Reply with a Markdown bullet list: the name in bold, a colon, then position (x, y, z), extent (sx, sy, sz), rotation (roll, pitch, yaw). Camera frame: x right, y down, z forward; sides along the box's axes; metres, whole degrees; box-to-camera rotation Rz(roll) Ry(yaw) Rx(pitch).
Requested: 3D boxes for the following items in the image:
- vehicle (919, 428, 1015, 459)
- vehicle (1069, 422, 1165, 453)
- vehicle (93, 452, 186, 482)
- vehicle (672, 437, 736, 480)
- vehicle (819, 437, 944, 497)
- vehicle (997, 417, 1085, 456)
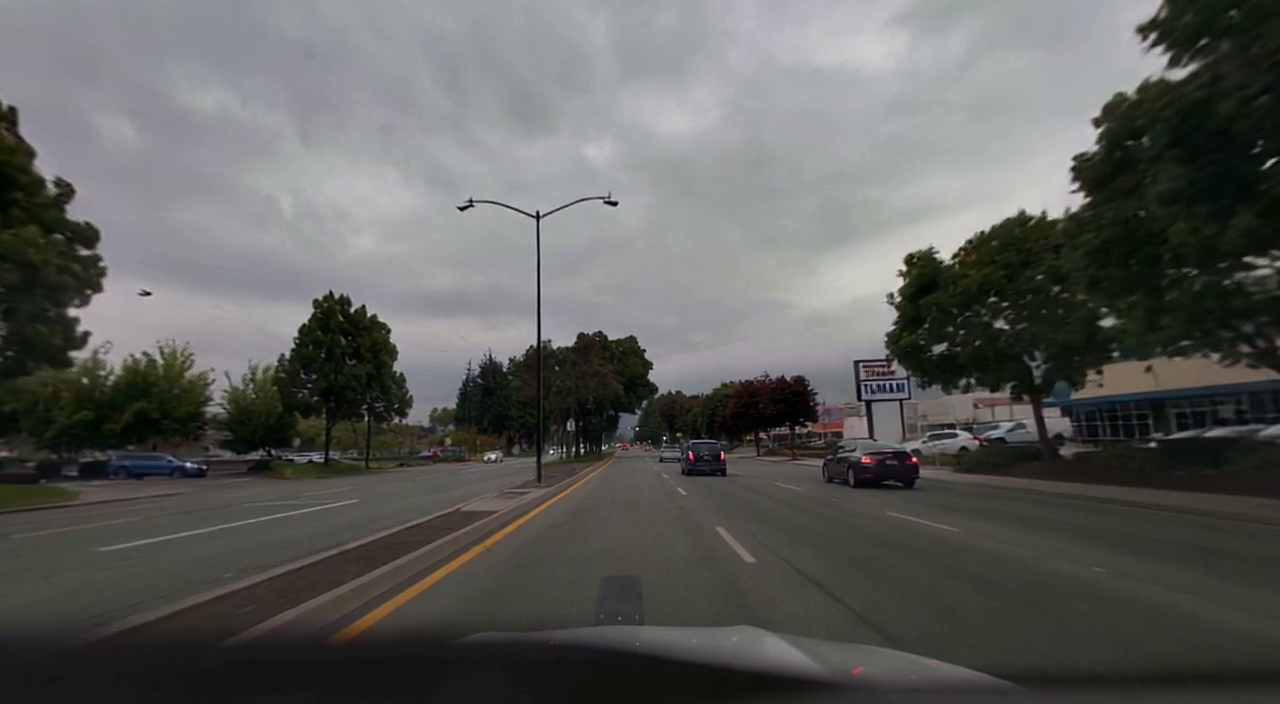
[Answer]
- **vehicle**: position (22.773, 6.451, 44.309), extent (2.858, 2.005, 6.831), rotation (0, -8, -3)
- **vehicle**: position (33.334, 6.059, 44.269), extent (2.307, 2.019, 5.604), rotation (0, -9, -1)
- **vehicle**: position (-33.739, 7.721, 42.612), extent (1.999, 1.834, 4.697), rotation (-1, -9, 9)
- **vehicle**: position (2.641, 4.531, 27.077), extent (2.161, 1.676, 4.151), rotation (0, -9, -2)
- **vehicle**: position (6.833, 3.270, 18.338), extent (1.886, 1.528, 4.169), rotation (0, -9, -1)
- **vehicle**: position (28.135, 6.015, 44.449), extent (2.438, 2.602, 5.677), rotation (0, -9, 0)
